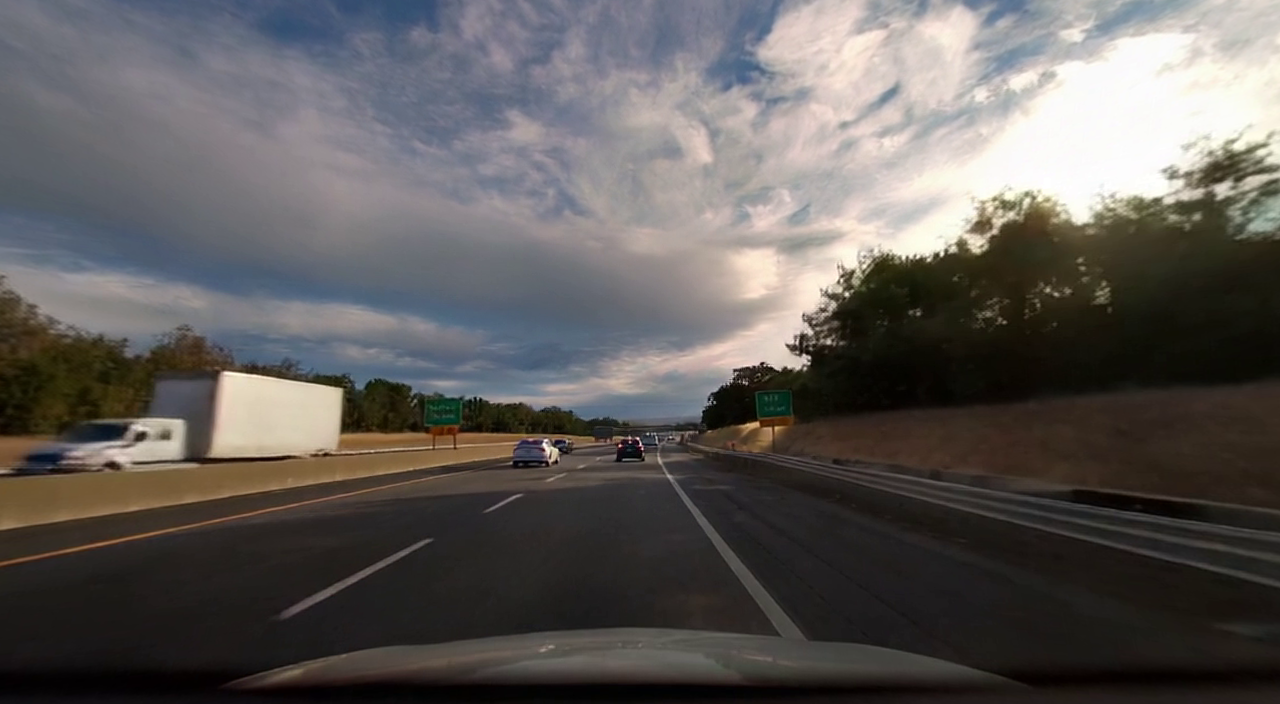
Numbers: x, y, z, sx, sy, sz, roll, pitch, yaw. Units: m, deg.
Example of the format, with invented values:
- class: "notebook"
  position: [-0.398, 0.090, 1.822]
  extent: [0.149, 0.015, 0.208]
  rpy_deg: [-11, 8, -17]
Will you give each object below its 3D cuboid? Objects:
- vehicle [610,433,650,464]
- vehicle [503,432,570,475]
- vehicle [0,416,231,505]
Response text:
- class: "vehicle"
  position: [-0.546, 5.458, 35.729]
  extent: [2.146, 1.636, 4.026]
  rpy_deg: [-1, -8, 0]
- class: "vehicle"
  position: [-4.338, 4.338, 27.098]
  extent: [2.075, 1.653, 4.317]
  rpy_deg: [-1, -8, 2]
- class: "vehicle"
  position: [-15.490, 3.150, 18.846]
  extent: [2.565, 2.213, 5.866]
  rpy_deg: [-1, -8, 0]
